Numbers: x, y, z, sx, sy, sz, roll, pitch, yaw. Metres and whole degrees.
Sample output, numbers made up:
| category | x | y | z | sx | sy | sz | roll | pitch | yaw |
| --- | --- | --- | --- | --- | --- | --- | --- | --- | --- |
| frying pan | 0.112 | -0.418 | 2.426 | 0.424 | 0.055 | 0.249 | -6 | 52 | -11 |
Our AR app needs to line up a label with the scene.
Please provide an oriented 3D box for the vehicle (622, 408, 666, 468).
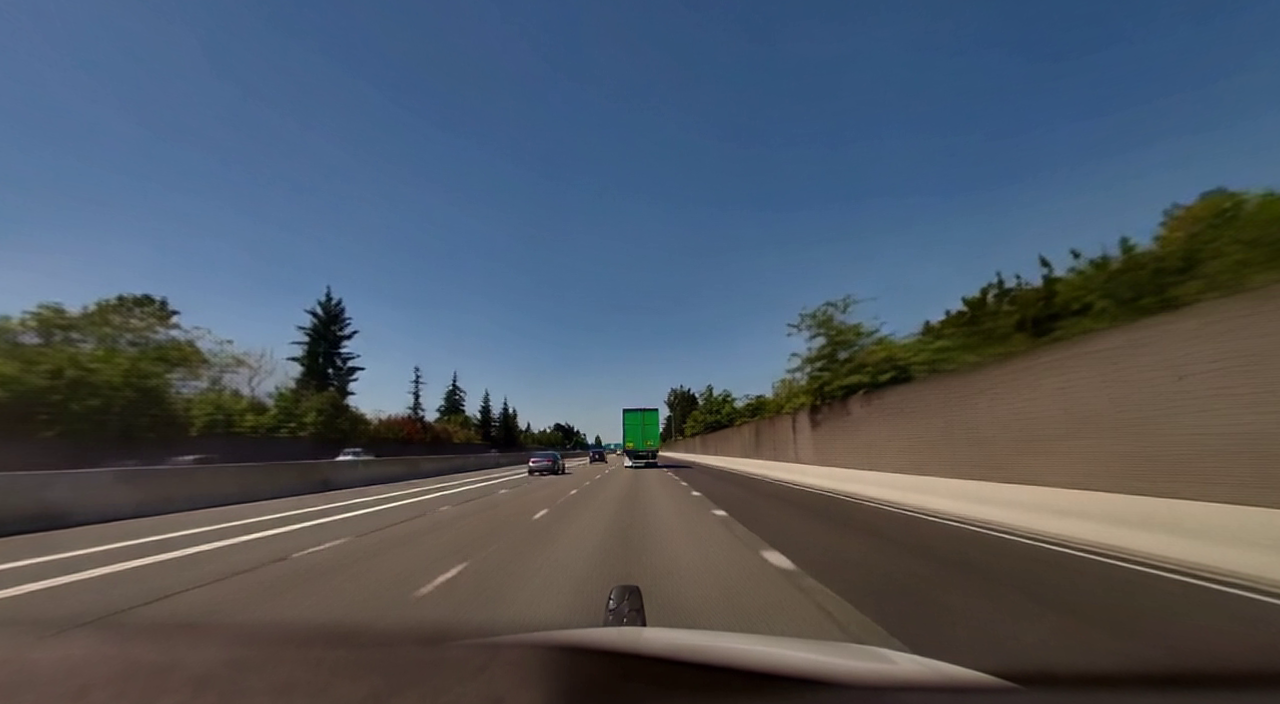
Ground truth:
| category | x | y | z | sx | sy | sz | roll | pitch | yaw |
| --- | --- | --- | --- | --- | --- | --- | --- | --- | --- |
| vehicle | 0.339 | 6.631 | 48.079 | 2.980 | 4.051 | 10.359 | 0 | -9 | 1 |

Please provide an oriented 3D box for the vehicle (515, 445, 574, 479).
| category | x | y | z | sx | sy | sz | roll | pitch | yaw |
| --- | --- | --- | --- | --- | --- | --- | --- | --- | --- |
| vehicle | -4.411 | 5.159 | 29.845 | 1.977 | 1.478 | 4.702 | 0 | -9 | 1 |
